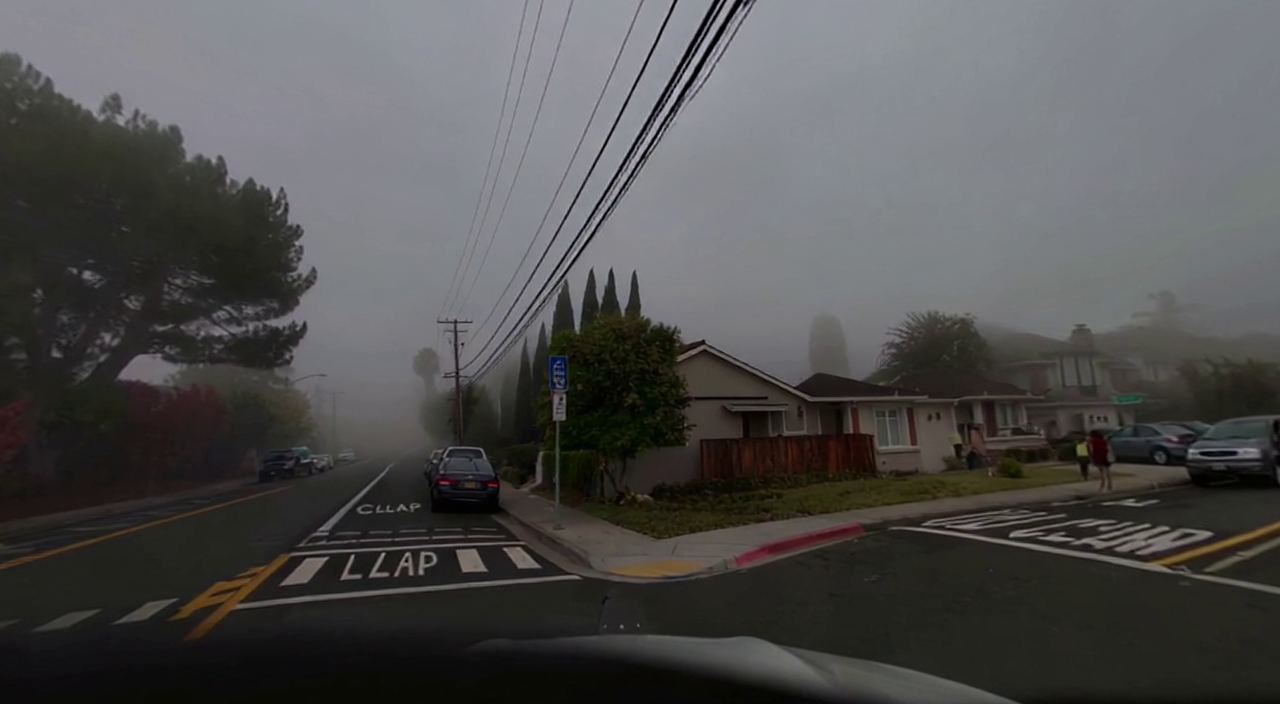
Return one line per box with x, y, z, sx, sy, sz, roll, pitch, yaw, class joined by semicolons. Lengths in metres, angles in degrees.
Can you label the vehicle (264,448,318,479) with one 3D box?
-22.142;7.056;40.243;2.203;1.787;4.704;3;-9;-19;vehicle
